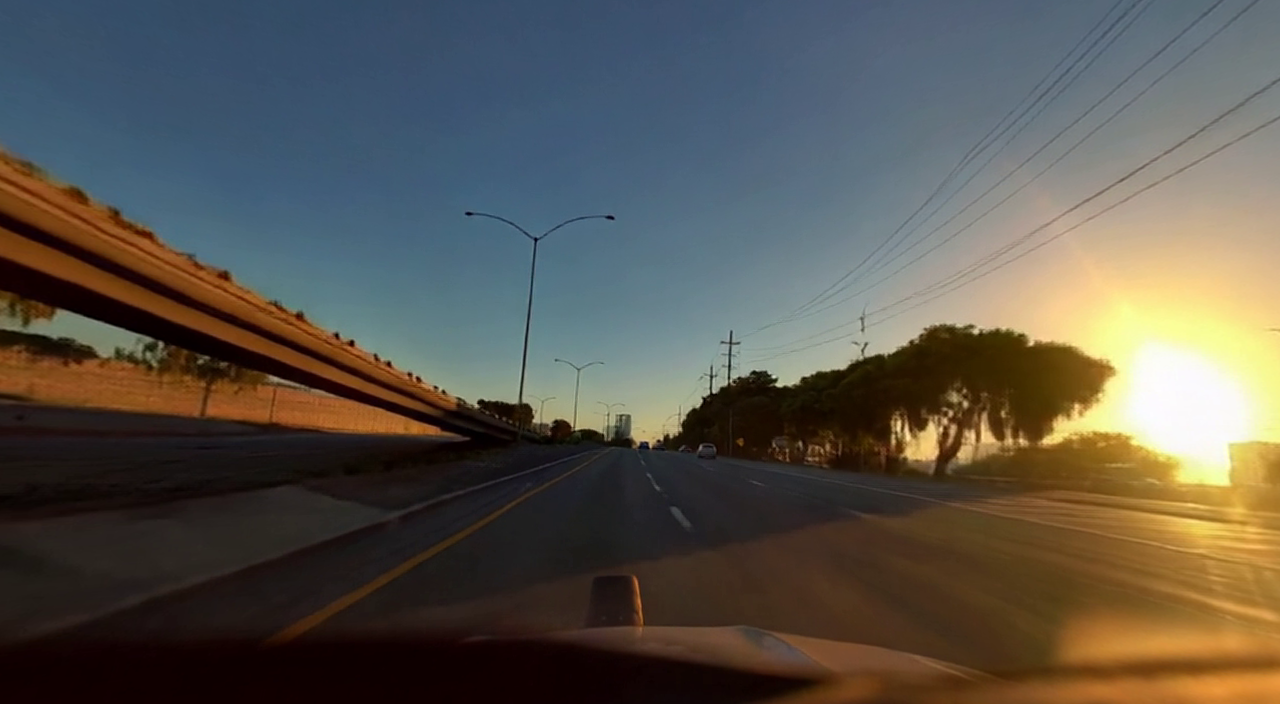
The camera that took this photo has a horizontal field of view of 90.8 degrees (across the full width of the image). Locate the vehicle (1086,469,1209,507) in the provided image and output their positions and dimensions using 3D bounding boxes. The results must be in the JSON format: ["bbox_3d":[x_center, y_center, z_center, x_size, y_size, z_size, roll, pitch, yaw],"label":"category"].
[{"bbox_3d":[22.638,6.091,28.435,1.789,1.539,4.303,1,-12,-3],"label":"vehicle"}]
